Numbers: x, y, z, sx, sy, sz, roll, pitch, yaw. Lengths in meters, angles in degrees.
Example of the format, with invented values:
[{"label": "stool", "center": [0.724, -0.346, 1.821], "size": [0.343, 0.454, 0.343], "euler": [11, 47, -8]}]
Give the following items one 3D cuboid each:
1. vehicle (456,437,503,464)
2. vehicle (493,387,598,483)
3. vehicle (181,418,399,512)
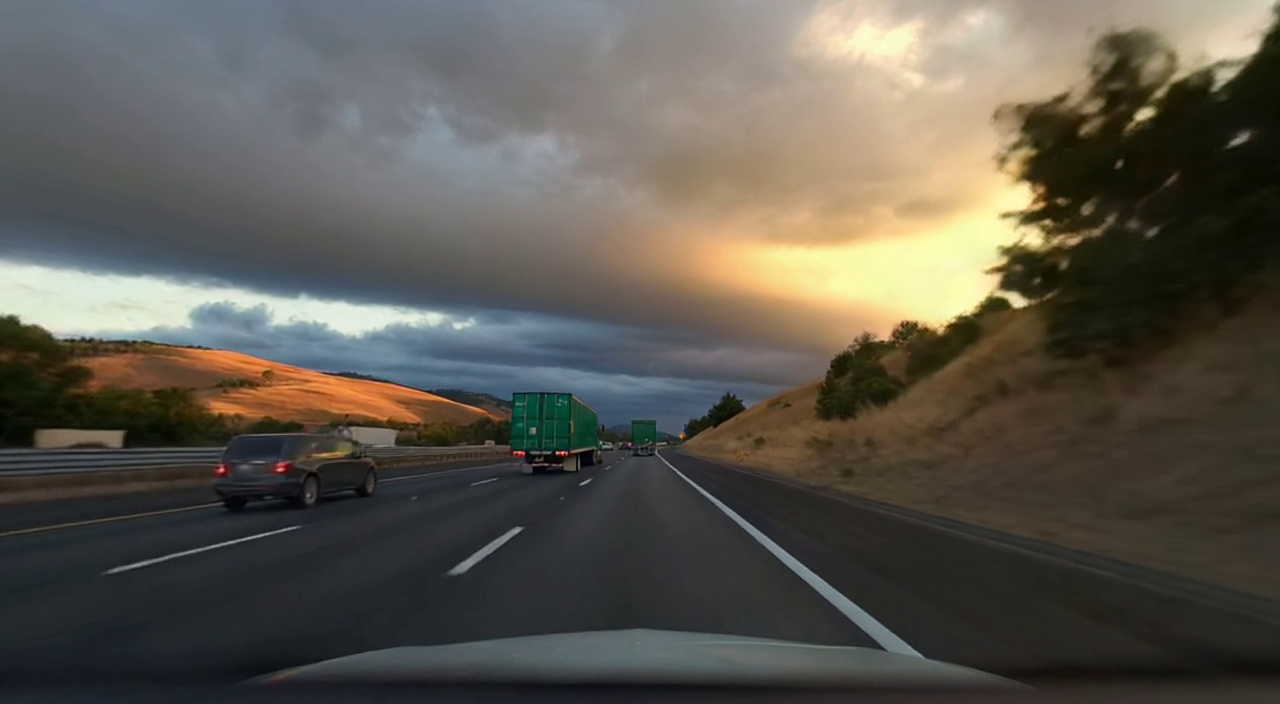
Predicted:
[{"label": "vehicle", "center": [-10.683, 6.591, 42.148], "size": [1.964, 1.652, 4.071], "euler": [1, -8, 1]}, {"label": "vehicle", "center": [-3.606, 3.667, 27.257], "size": [2.789, 3.271, 10.894], "euler": [1, -8, 0]}, {"label": "vehicle", "center": [-7.481, 2.476, 14.213], "size": [2.125, 1.725, 4.715], "euler": [1, -8, 1]}]
